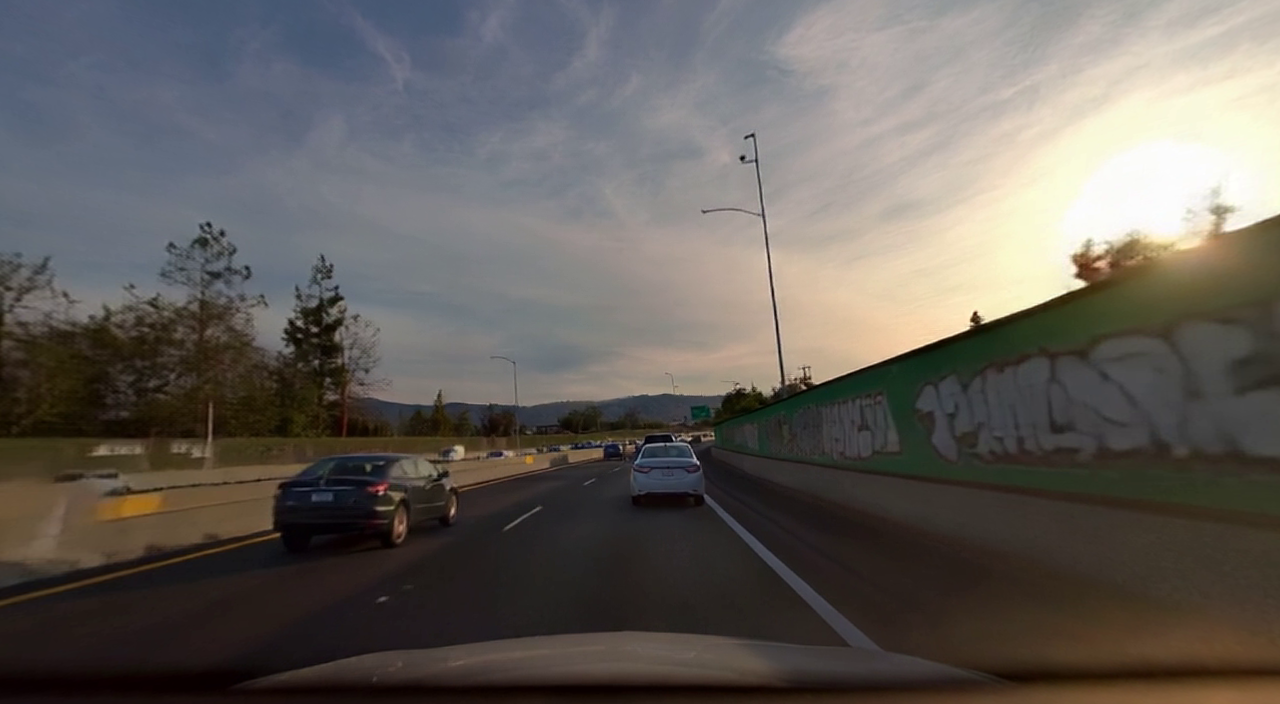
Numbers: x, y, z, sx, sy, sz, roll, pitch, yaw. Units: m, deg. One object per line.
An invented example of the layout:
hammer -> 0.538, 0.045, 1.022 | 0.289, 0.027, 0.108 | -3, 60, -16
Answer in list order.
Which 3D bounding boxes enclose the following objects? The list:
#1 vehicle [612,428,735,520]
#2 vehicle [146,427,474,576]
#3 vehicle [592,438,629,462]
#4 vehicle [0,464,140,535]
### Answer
vehicle -> 0.577, 2.353, 12.653 | 2.077, 1.533, 3.854 | 0, -8, 1
vehicle -> -3.868, 1.801, 8.437 | 2.059, 1.471, 4.152 | 0, -8, 2
vehicle -> -1.955, 6.704, 43.066 | 2.105, 1.571, 3.727 | -1, -8, 4
vehicle -> -15.047, 3.625, 15.917 | 1.692, 1.413, 3.747 | 0, -8, 0
